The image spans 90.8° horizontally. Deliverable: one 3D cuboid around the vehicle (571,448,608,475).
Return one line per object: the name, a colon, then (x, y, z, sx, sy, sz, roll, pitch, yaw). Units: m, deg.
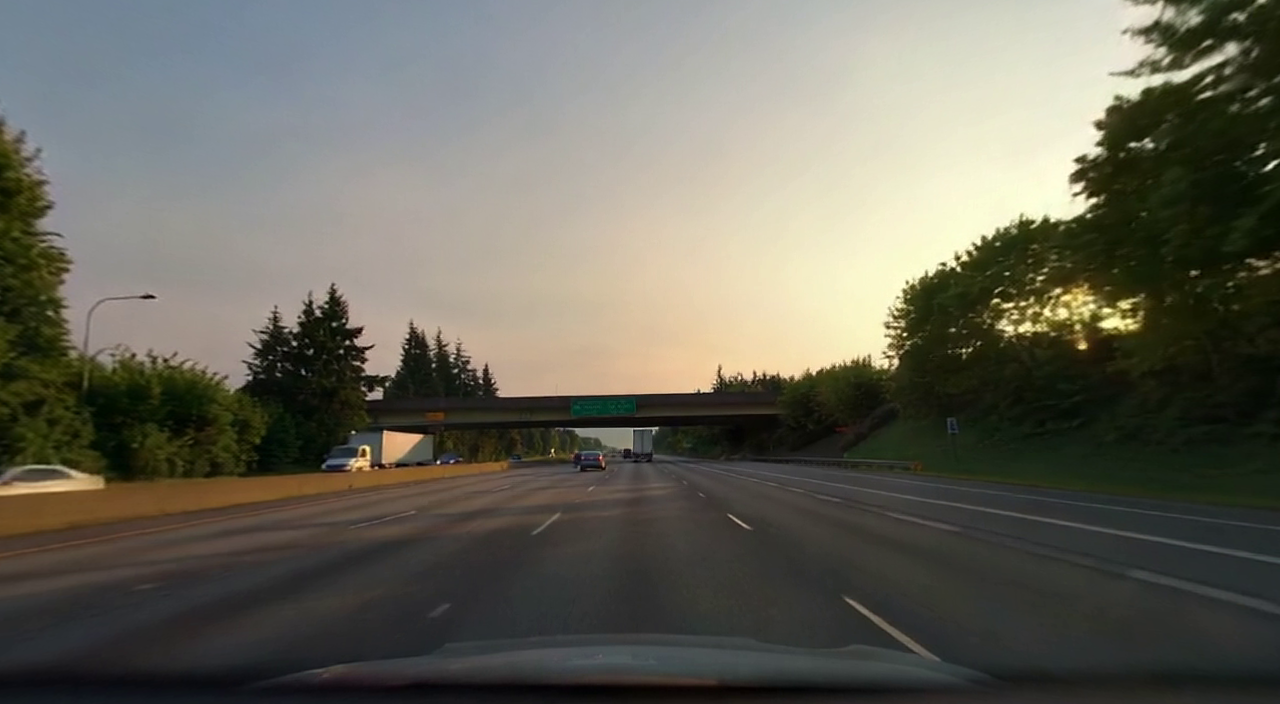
vehicle: (-3.367, 7.413, 43.001, 2.160, 1.724, 4.997, 0, -9, 0)
